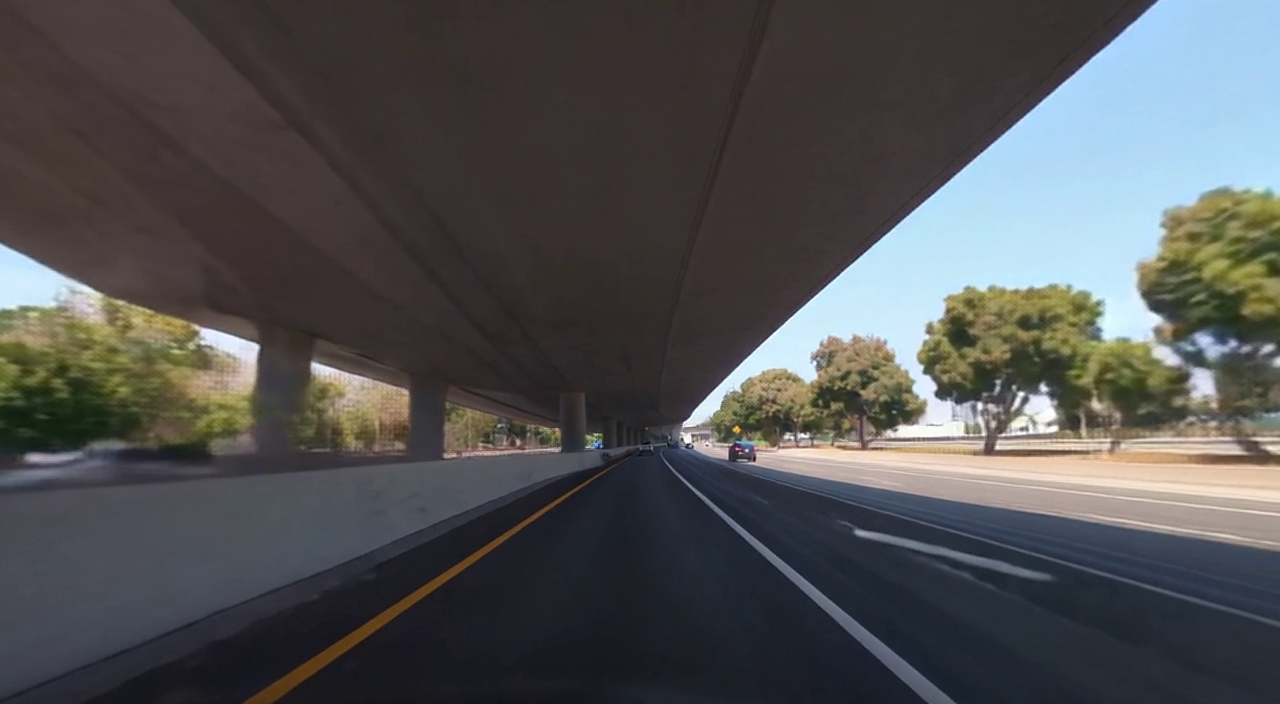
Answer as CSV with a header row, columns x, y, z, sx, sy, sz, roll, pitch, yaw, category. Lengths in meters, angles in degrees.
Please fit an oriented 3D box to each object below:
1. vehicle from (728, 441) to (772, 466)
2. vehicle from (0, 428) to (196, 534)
x,y,z,sx,sy,sz,roll,pitch,yaw,category
7.006,6.519,40.563,2.025,1.484,4.208,0,-8,0,vehicle
-10.538,2.189,11.145,2.027,1.551,4.656,0,-8,-1,vehicle
